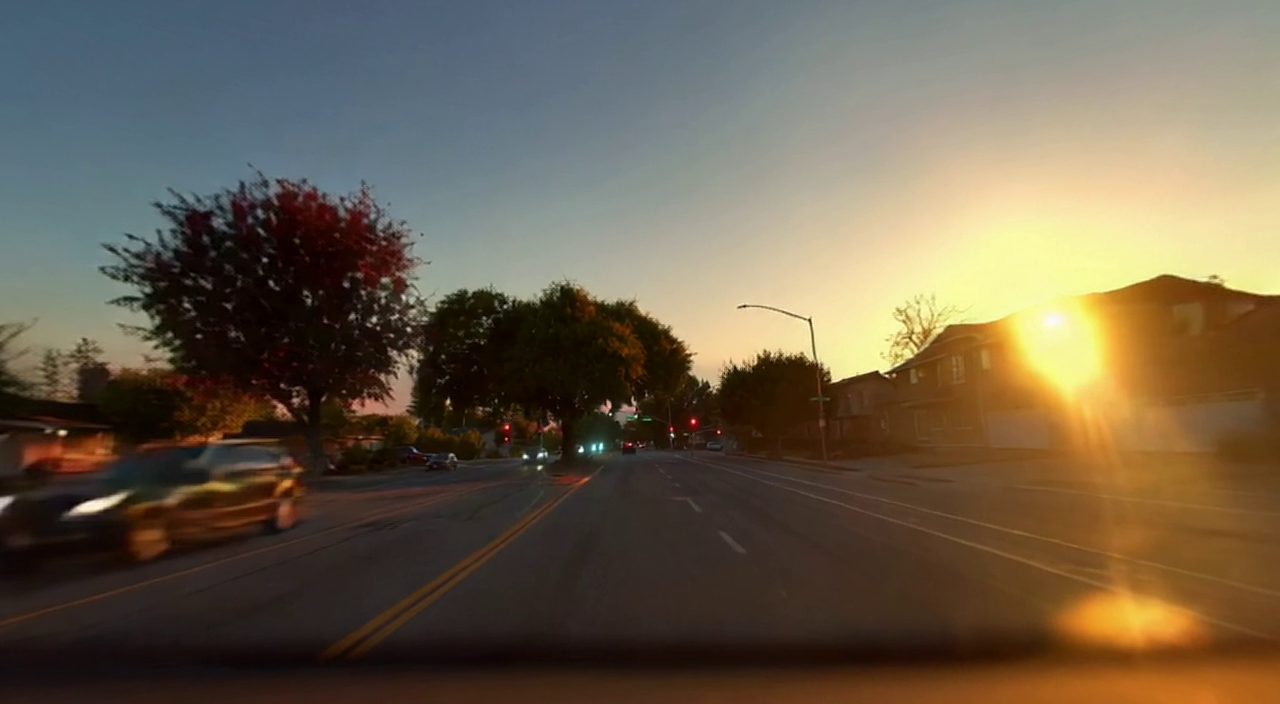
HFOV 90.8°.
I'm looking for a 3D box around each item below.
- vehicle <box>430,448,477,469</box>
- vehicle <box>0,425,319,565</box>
[{"bbox_3d":[-13.701,7.829,46.574,1.992,1.453,4.439,0,-8,2],"label":"vehicle"},{"bbox_3d":[-7.234,2.090,10.059,1.958,1.702,4.386,0,-8,-1],"label":"vehicle"}]
